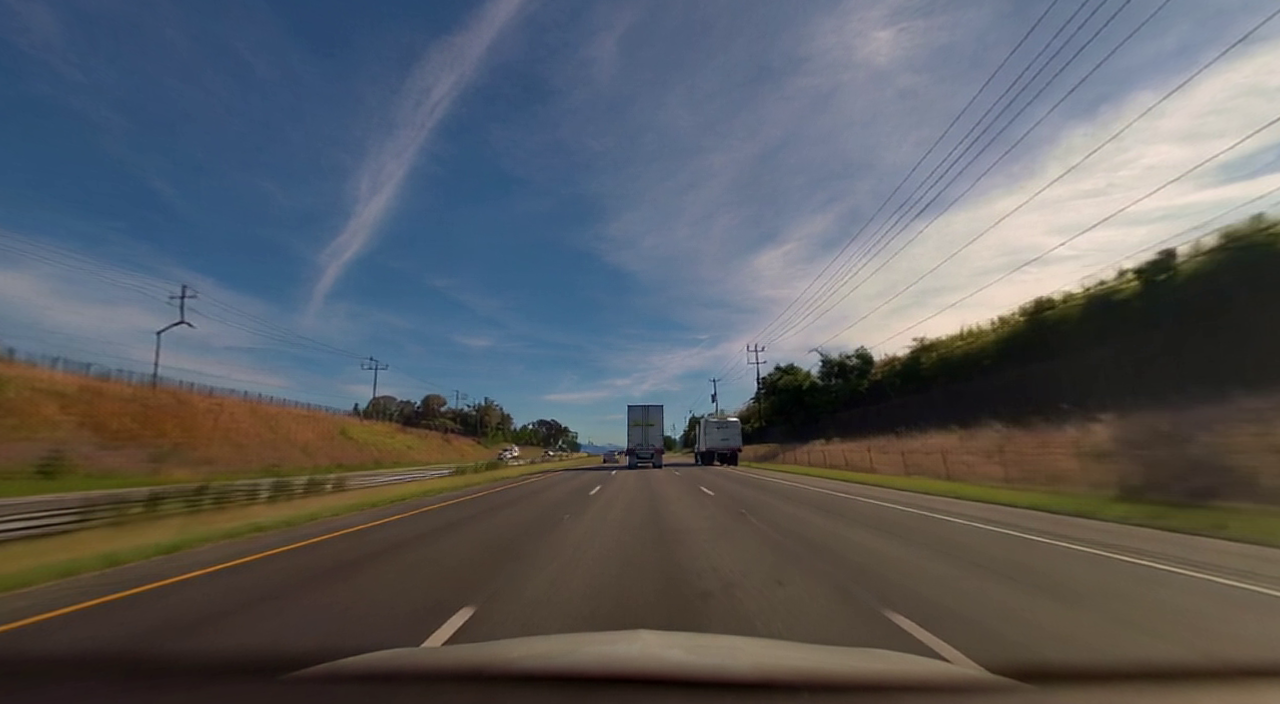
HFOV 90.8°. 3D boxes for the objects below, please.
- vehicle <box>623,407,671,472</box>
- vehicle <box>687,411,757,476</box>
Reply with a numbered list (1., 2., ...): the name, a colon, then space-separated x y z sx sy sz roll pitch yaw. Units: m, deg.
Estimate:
1. vehicle: 0.535 6.584 46.543 2.997 4.076 13.224 0 -9 1
2. vehicle: 4.647 5.498 37.557 2.938 3.378 8.820 0 -9 0
